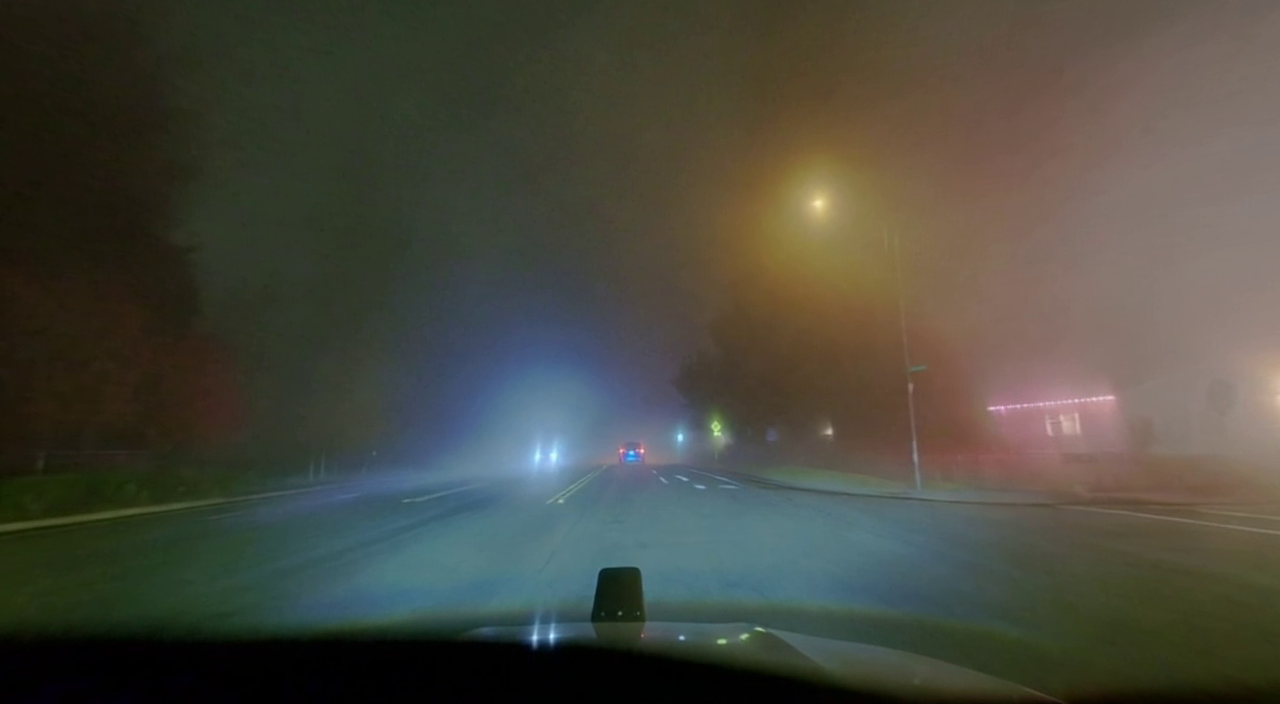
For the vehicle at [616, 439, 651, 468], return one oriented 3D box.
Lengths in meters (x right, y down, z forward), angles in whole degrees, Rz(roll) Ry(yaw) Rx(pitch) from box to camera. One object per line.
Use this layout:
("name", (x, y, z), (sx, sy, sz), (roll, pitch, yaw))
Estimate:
("vehicle", (-0.487, 6.813, 42.612), (2.230, 1.827, 4.298), (0, -8, -2))
